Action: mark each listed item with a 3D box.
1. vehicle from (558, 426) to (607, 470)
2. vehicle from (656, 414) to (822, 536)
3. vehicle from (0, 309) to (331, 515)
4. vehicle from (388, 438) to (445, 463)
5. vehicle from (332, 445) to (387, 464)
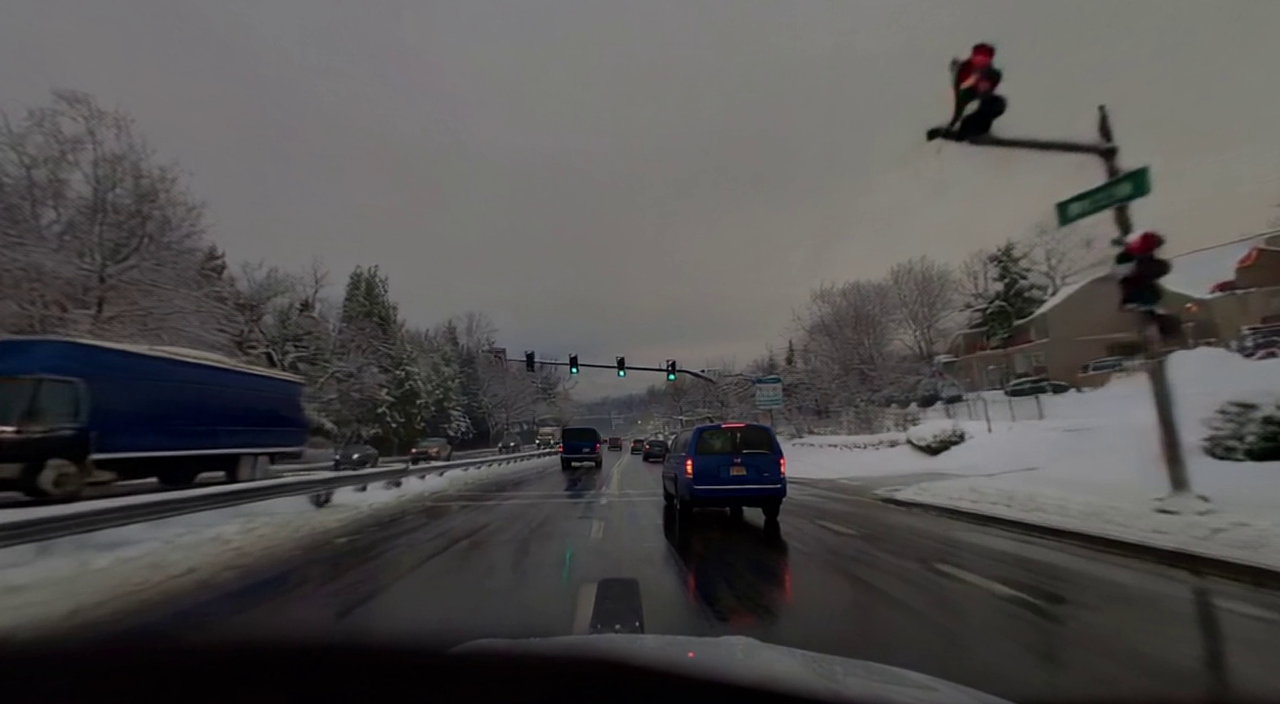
[{"bbox_3d":[-2.815,4.822,31.925,2.228,2.054,4.309,0,-8,-1],"label":"vehicle"},{"bbox_3d":[1.448,2.015,10.966,1.965,1.671,4.146,0,-8,-3],"label":"vehicle"},{"bbox_3d":[-12.754,1.879,17.144,3.206,3.740,11.455,0,-8,-1],"label":"vehicle"},{"bbox_3d":[-13.307,5.880,37.897,1.841,1.407,4.736,0,-8,-2],"label":"vehicle"},{"bbox_3d":[-17.661,6.442,39.967,1.731,1.110,4.413,0,-8,-4],"label":"vehicle"}]
